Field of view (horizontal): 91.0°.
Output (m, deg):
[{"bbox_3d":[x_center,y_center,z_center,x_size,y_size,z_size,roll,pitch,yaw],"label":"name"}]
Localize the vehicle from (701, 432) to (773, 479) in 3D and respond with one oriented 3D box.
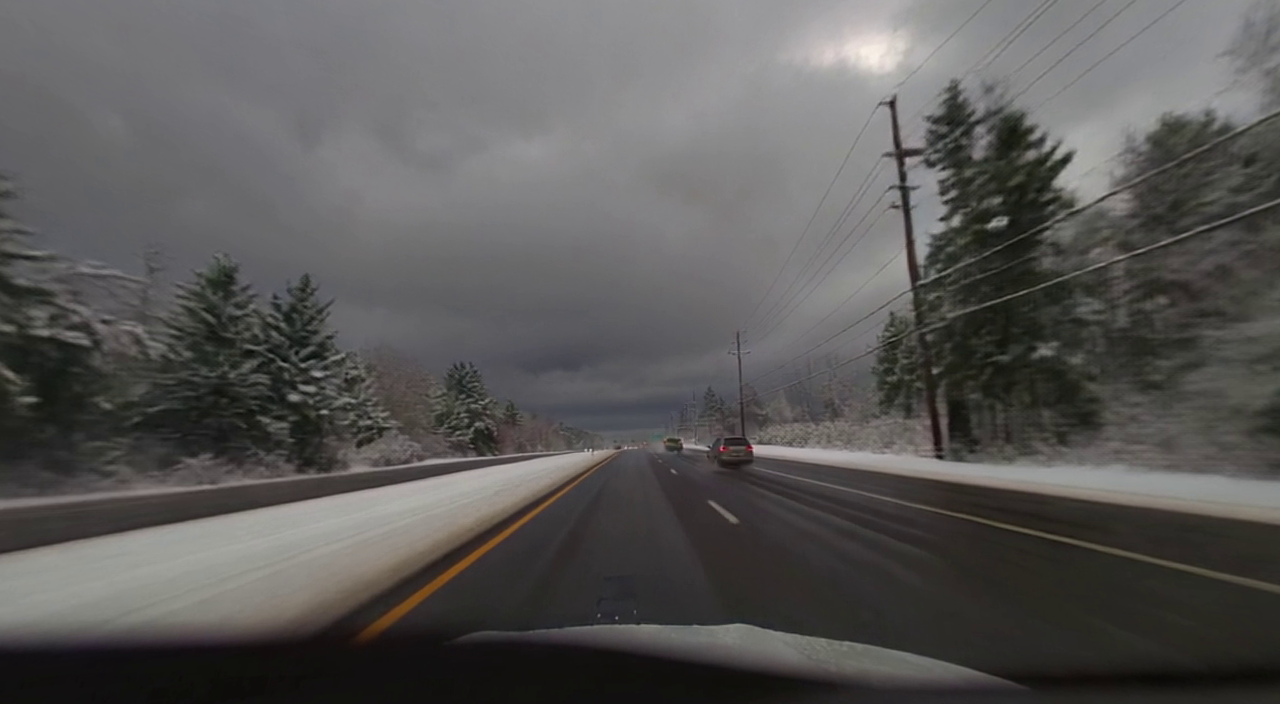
[{"bbox_3d":[3.570,3.896,23.965,1.977,1.581,4.428,0,-8,-1],"label":"vehicle"}]
